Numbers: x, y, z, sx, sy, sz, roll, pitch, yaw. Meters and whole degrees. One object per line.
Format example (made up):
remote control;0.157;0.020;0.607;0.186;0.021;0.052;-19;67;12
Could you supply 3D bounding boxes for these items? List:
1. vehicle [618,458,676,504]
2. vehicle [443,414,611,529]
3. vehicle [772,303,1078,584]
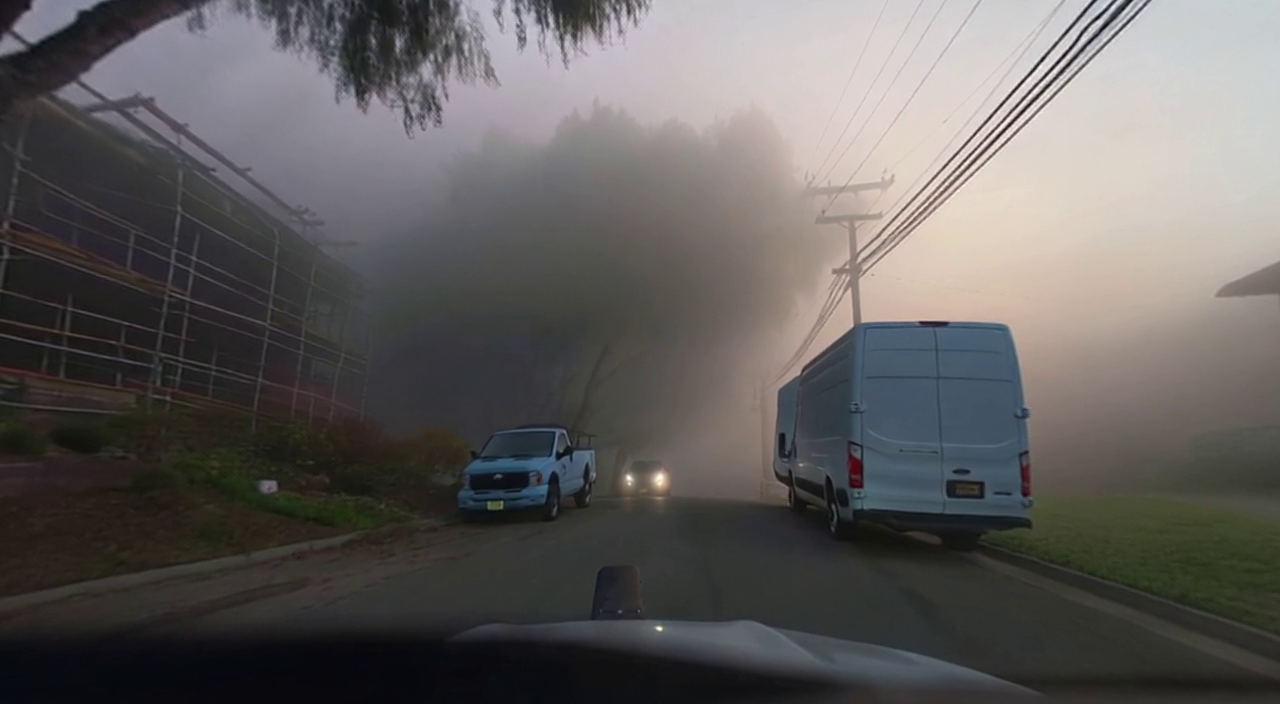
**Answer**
vehicle;0.440;6.066;30.078;2.257;1.916;5.089;-1;-9;7
vehicle;-2.173;2.389;13.659;2.171;1.910;4.789;-2;-5;8
vehicle;4.880;1.891;13.625;2.915;3.793;9.963;0;-8;6
